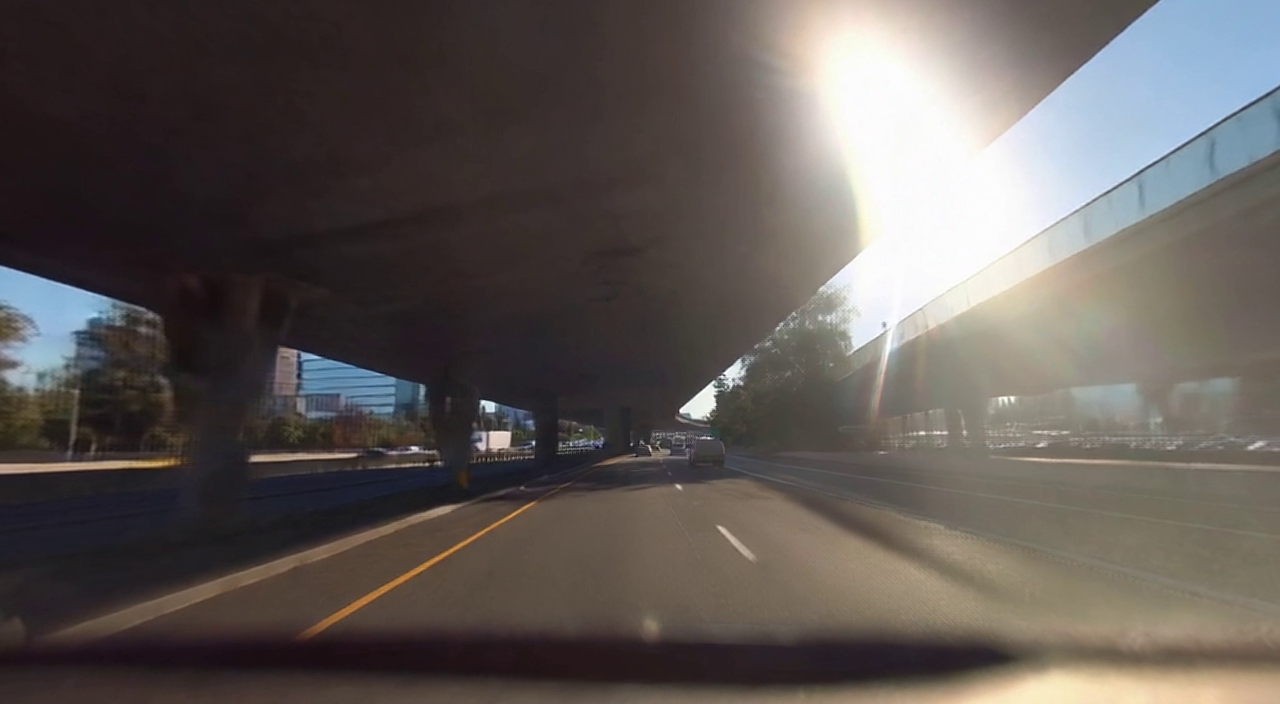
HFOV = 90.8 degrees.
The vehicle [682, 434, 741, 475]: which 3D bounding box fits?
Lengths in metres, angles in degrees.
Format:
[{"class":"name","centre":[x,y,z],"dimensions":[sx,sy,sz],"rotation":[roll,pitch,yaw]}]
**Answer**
[{"class":"vehicle","centre":[3.354,4.930,30.616],"dimensions":[2.226,1.779,4.835],"rotation":[0,-9,-1]}]

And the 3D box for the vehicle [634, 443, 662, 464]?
[{"class":"vehicle","centre":[0.597,7.541,47.066],"dimensions":[2.046,1.475,3.784],"rotation":[0,-8,1]}]
